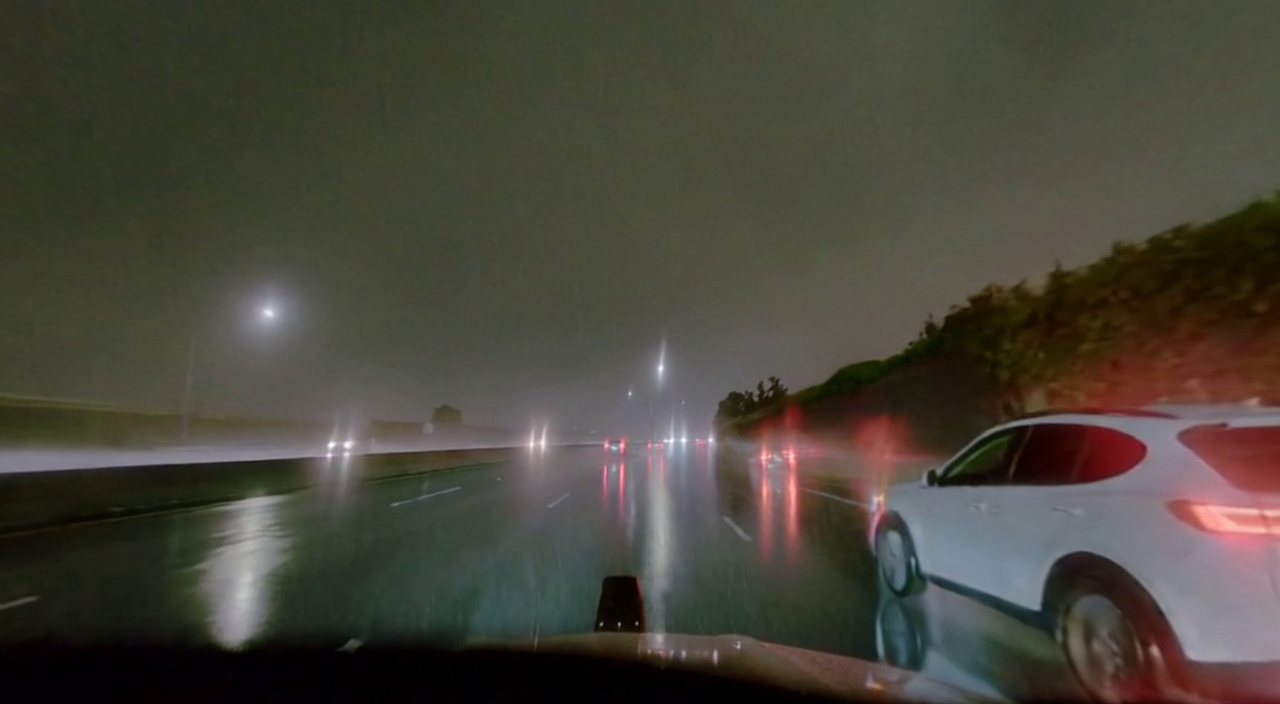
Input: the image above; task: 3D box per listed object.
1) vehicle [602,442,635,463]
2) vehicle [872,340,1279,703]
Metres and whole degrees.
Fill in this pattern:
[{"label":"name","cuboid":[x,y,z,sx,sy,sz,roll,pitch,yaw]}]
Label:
[{"label":"vehicle","cuboid":[-1.603,7.714,48.539,2.088,1.565,4.410,-1,-8,4]},{"label":"vehicle","cuboid":[3.487,1.099,4.327,2.090,1.715,4.228,0,-8,-1]}]
